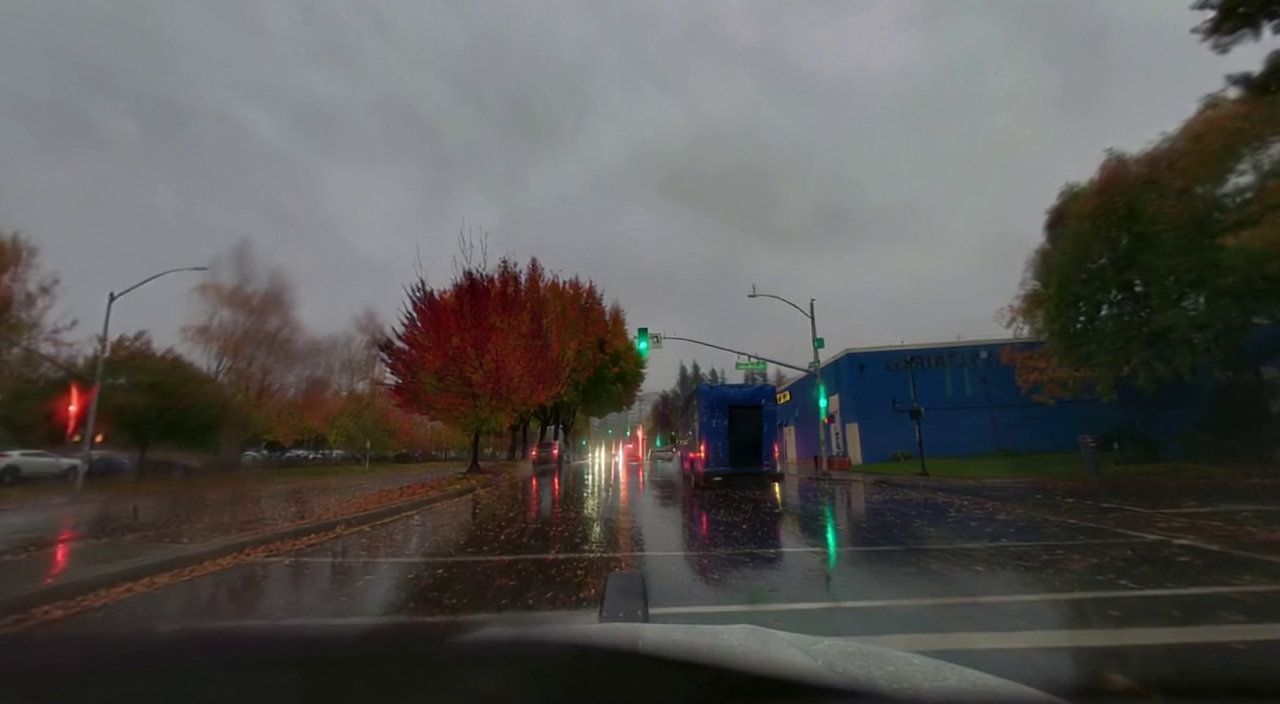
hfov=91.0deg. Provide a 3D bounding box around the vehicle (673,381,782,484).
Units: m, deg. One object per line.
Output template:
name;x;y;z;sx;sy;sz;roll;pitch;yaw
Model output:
vehicle;3.411;3.668;27.928;3.003;3.680;10.684;0;-9;-2

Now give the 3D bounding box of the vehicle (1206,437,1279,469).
vehicle;32.653;5.300;33.111;1.761;1.547;3.972;1;-9;-8

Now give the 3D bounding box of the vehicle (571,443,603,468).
vehicle;-3.792;7.475;45.559;1.950;1.665;4.203;0;-9;0

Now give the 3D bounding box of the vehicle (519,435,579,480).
vehicle;-4.027;4.760;28.656;2.035;1.867;4.607;0;-9;0

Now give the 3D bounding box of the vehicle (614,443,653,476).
vehicle;-0.313;5.369;31.619;1.846;1.528;4.348;0;-9;0
